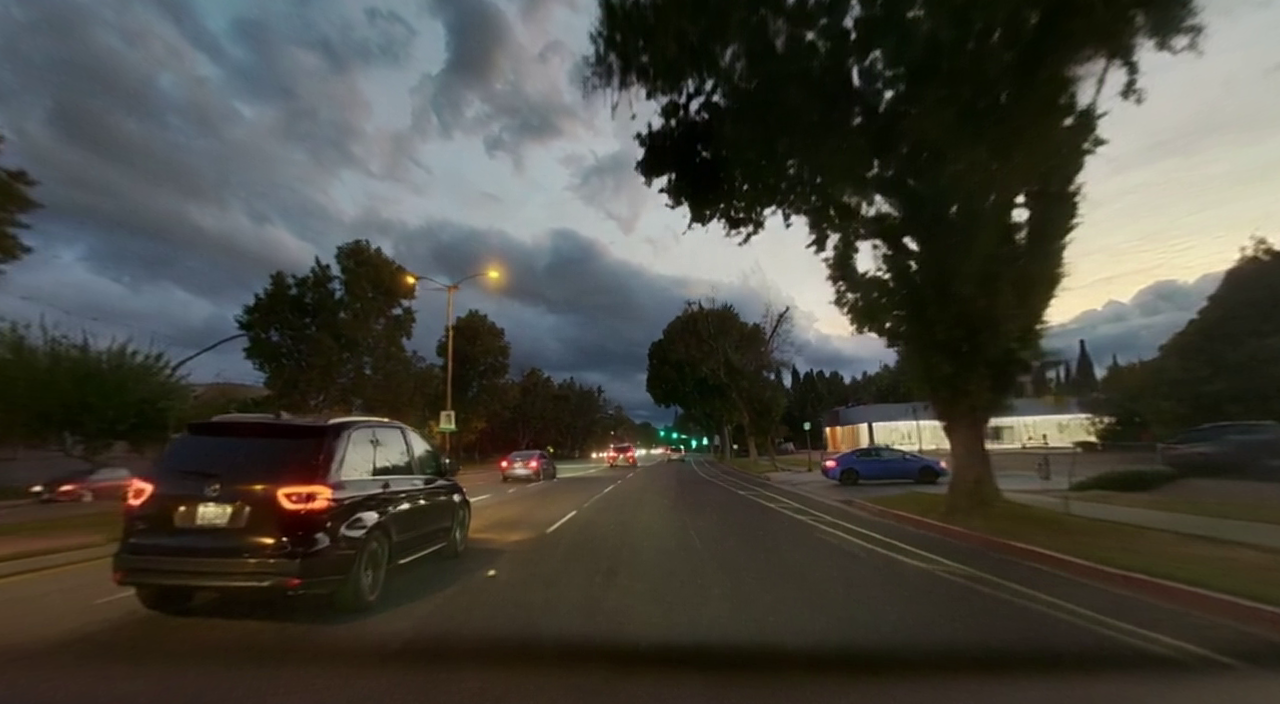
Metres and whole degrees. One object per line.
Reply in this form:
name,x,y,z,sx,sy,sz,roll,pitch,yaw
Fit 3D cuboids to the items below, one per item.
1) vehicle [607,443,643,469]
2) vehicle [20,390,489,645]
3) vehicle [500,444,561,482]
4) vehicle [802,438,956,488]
vehicle,-1.084,7.788,47.427,2.255,1.806,4.710,-1,-9,4
vehicle,-3.203,1.476,6.614,2.123,1.761,4.322,0,-9,1
vehicle,-5.357,5.478,31.367,1.985,1.708,4.310,-1,-9,4
vehicle,8.433,3.968,22.699,4.824,1.646,2.077,-2,-9,11
